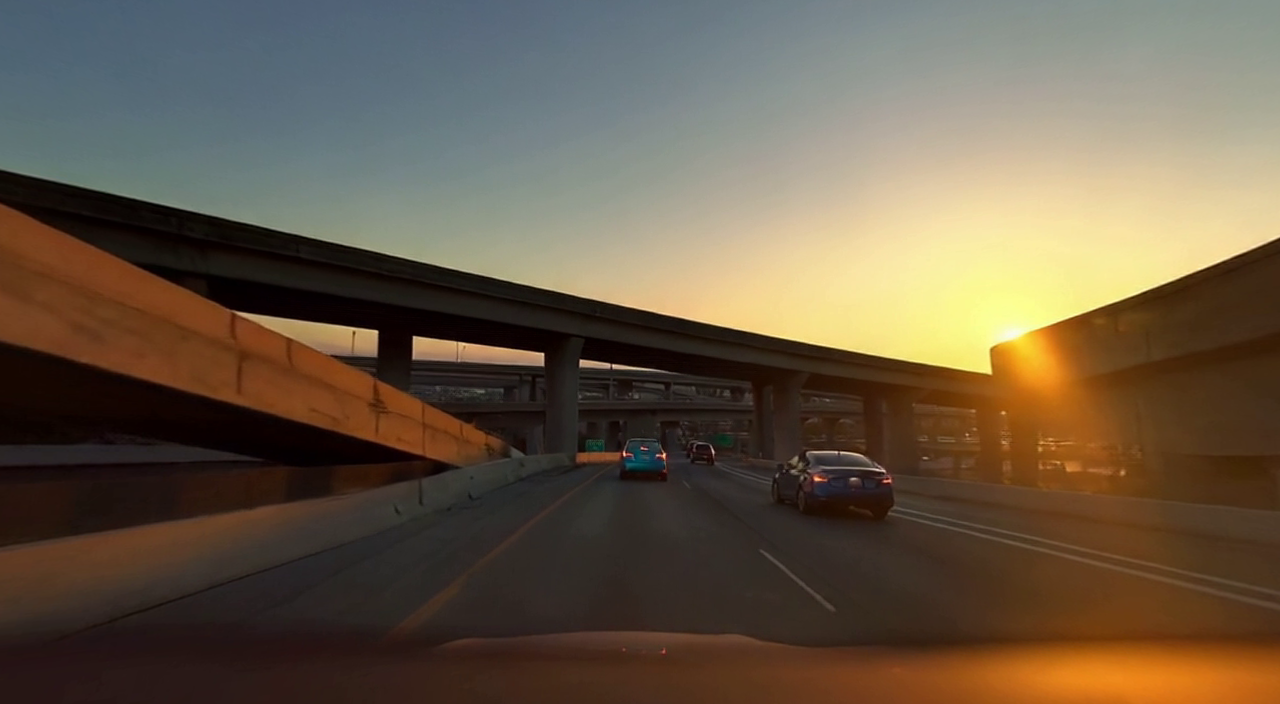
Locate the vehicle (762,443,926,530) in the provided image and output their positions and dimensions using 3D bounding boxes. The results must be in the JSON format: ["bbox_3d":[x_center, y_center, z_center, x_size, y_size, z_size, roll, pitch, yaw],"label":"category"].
[{"bbox_3d":[3.982,2.668,13.118,2.047,1.500,4.017,0,-9,0],"label":"vehicle"}]

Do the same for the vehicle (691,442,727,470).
[{"bbox_3d":[4.392,6.734,40.786,2.047,1.700,4.069,0,-9,2],"label":"vehicle"}]

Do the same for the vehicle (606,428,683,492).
[{"bbox_3d":[0.171,3.529,20.834,2.264,1.841,4.583,0,-9,1],"label":"vehicle"}]
